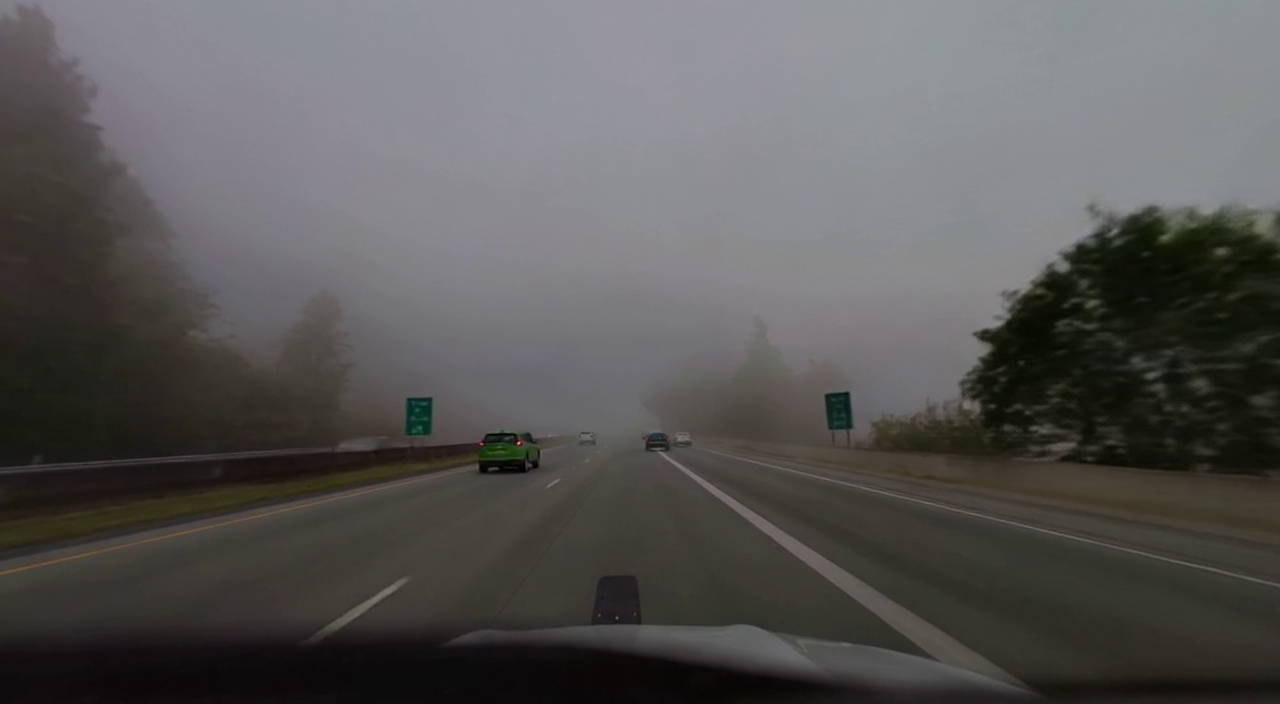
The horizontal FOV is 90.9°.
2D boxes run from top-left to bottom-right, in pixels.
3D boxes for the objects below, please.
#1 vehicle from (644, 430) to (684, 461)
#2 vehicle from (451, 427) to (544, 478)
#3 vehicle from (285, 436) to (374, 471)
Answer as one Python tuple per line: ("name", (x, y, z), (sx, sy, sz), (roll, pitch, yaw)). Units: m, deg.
("vehicle", (1.164, 4.683, 31.651), (1.869, 1.466, 3.356), (0, -8, 1))
("vehicle", (-4.619, 3.311, 21.197), (2.023, 1.512, 4.804), (0, -8, 0))
("vehicle", (-14.091, 4.597, 28.919), (1.891, 1.470, 4.480), (0, -8, -1))
